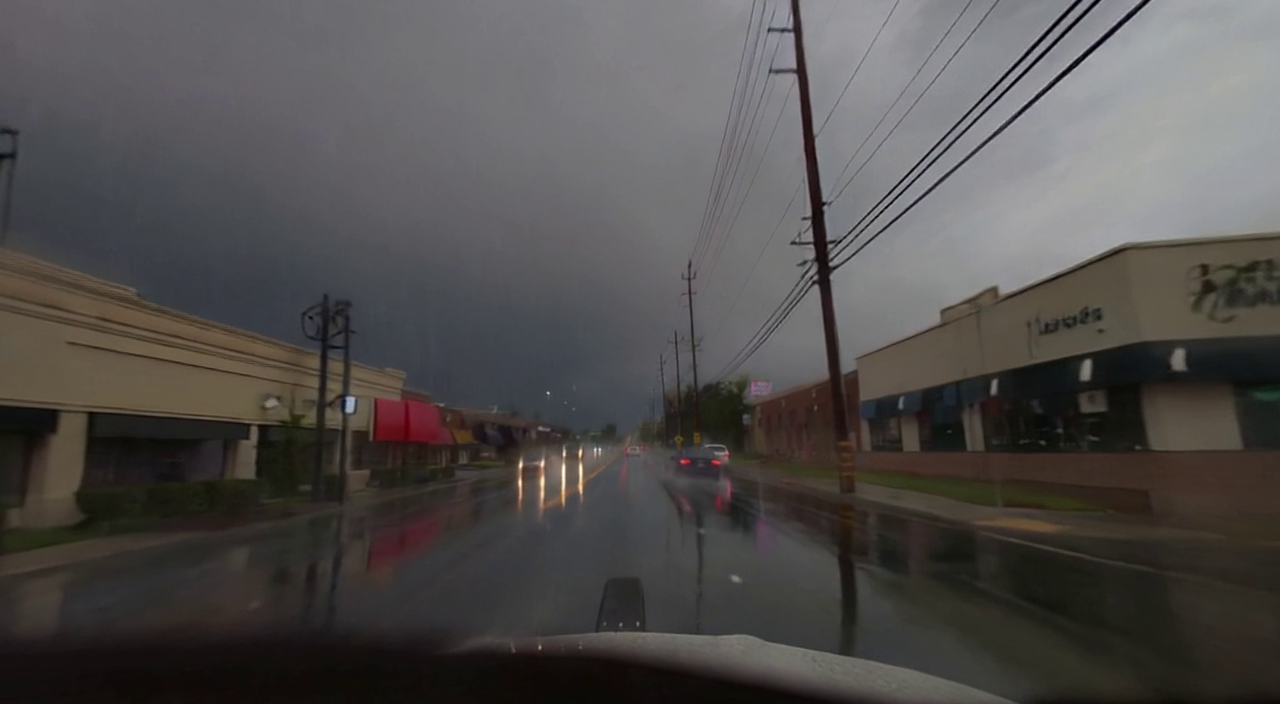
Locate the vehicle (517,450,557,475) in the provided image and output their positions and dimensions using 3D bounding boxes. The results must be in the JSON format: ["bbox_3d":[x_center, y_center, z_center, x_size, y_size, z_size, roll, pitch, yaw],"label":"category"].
[{"bbox_3d":[-6.531,7.029,40.530,1.868,1.466,4.397,0,-9,0],"label":"vehicle"}]

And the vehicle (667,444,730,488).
[{"bbox_3d":[2.149,4.316,24.214,1.975,1.497,3.647,0,-9,-2],"label":"vehicle"}]
